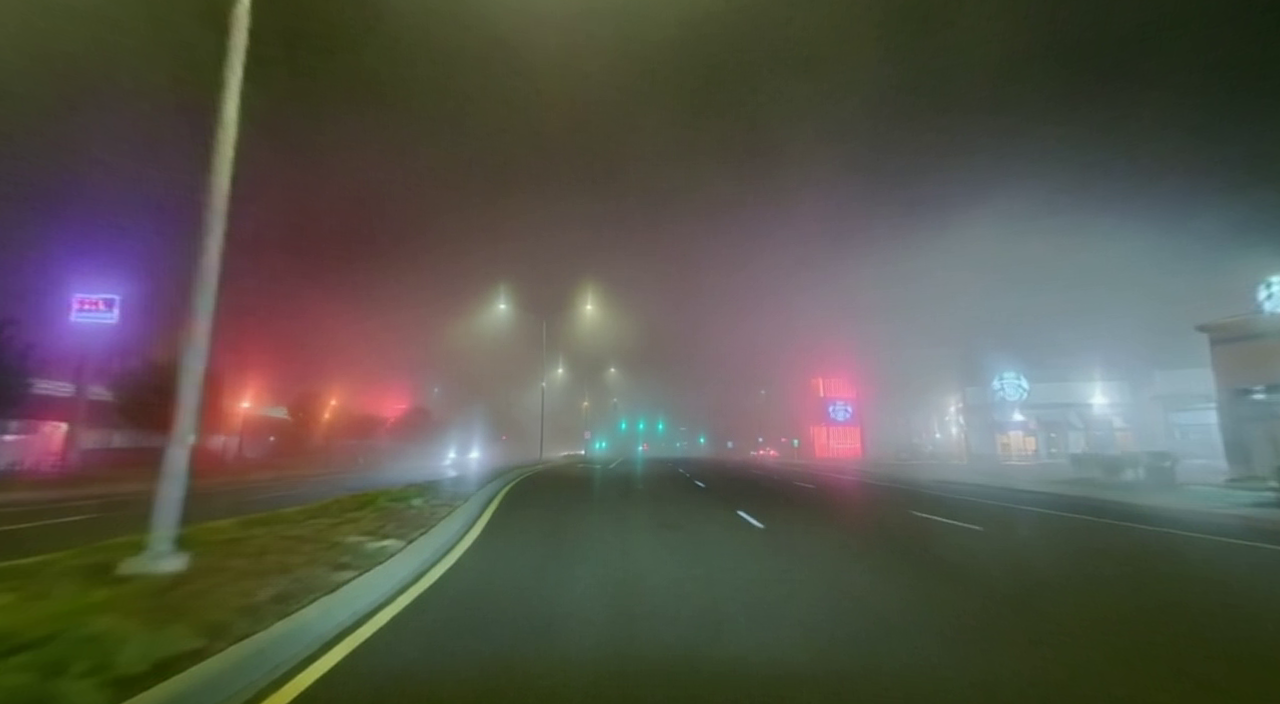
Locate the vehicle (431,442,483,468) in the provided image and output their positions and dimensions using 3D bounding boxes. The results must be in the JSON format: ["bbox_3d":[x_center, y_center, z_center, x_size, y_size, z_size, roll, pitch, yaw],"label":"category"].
[{"bbox_3d":[-11.245,6.361,39.058,1.929,1.476,4.590,0,-9,-1],"label":"vehicle"}]
